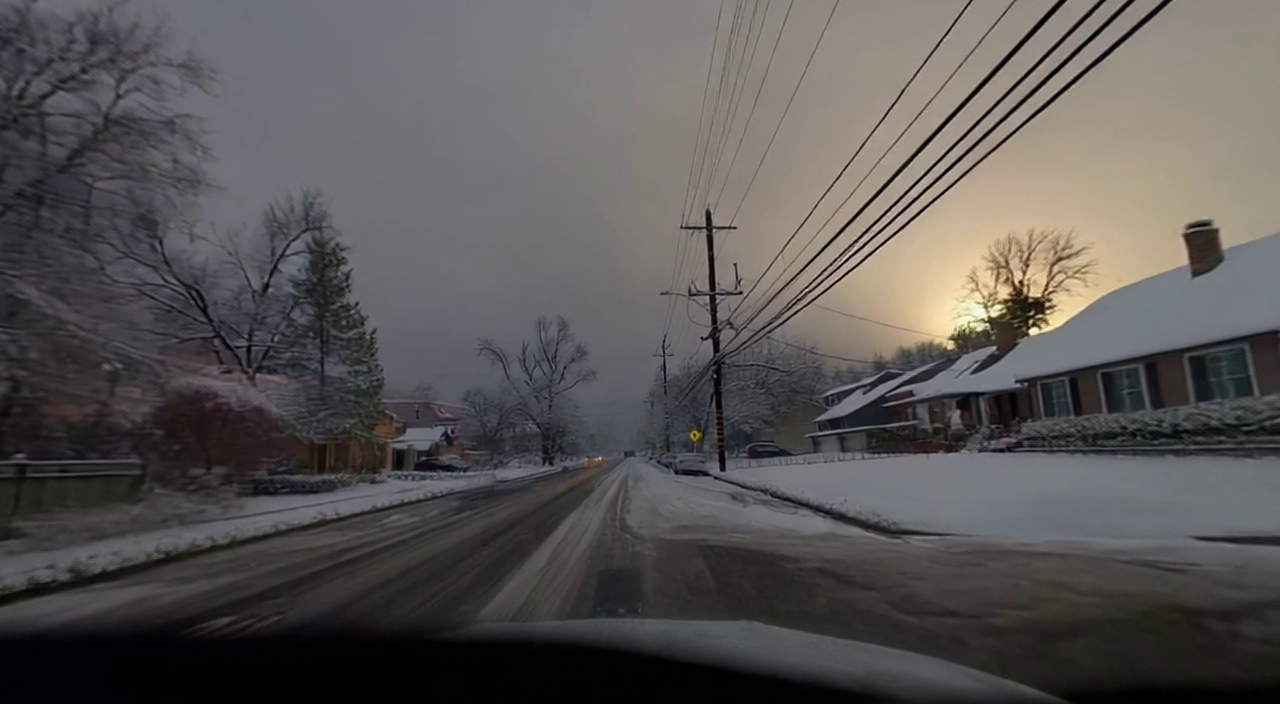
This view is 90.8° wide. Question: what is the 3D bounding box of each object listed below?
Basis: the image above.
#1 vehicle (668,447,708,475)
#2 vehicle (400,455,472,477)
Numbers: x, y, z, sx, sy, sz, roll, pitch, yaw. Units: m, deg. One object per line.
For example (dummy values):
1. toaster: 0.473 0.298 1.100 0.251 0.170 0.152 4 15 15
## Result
1. vehicle: 3.135 7.201 41.843 2.128 1.724 4.492 0 -9 -2
2. vehicle: -14.964 8.381 46.578 4.647 1.497 1.970 0 -9 -2
